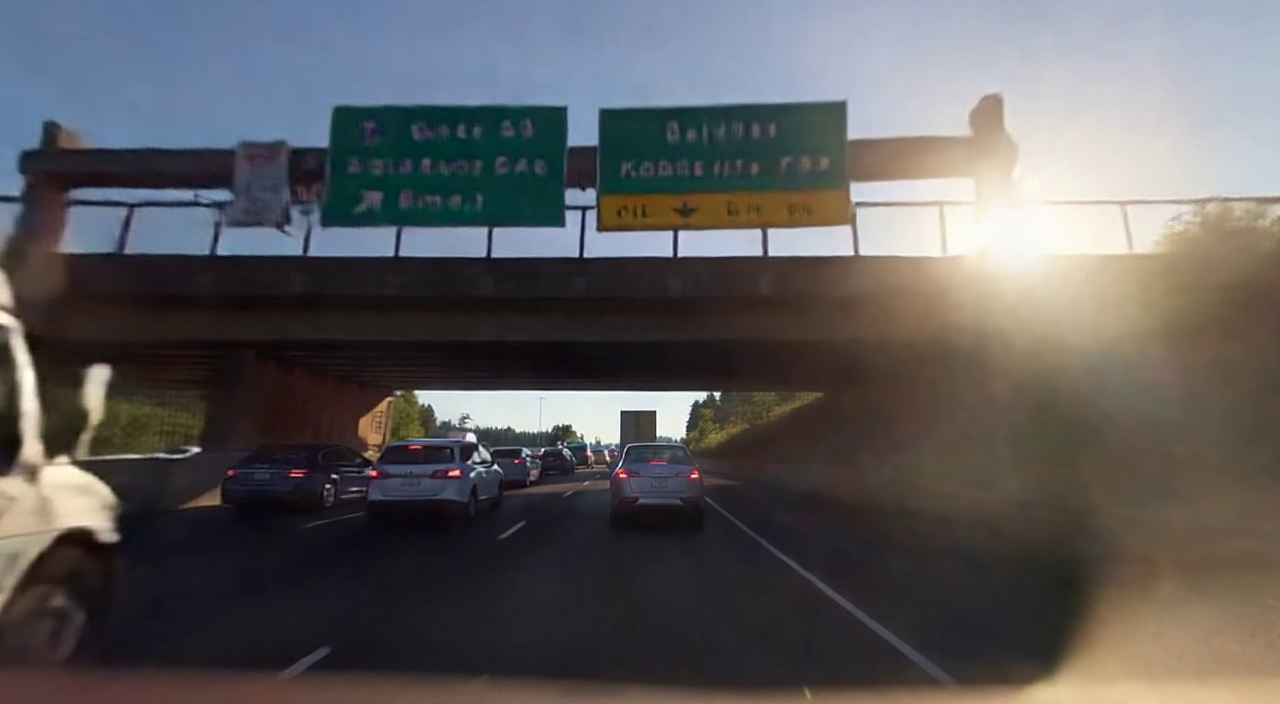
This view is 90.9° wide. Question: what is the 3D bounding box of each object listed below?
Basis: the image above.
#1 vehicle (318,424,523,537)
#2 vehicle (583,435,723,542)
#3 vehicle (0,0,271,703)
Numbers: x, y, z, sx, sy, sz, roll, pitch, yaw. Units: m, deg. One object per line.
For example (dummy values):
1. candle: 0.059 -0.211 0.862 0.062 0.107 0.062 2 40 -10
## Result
1. vehicle: -3.638 2.230 11.505 2.165 1.638 4.317 0 -9 0
2. vehicle: 0.163 2.213 10.733 1.995 1.495 3.380 0 -9 -1
3. vehicle: -3.884 -0.285 0.119 2.832 3.293 7.782 0 -9 0
